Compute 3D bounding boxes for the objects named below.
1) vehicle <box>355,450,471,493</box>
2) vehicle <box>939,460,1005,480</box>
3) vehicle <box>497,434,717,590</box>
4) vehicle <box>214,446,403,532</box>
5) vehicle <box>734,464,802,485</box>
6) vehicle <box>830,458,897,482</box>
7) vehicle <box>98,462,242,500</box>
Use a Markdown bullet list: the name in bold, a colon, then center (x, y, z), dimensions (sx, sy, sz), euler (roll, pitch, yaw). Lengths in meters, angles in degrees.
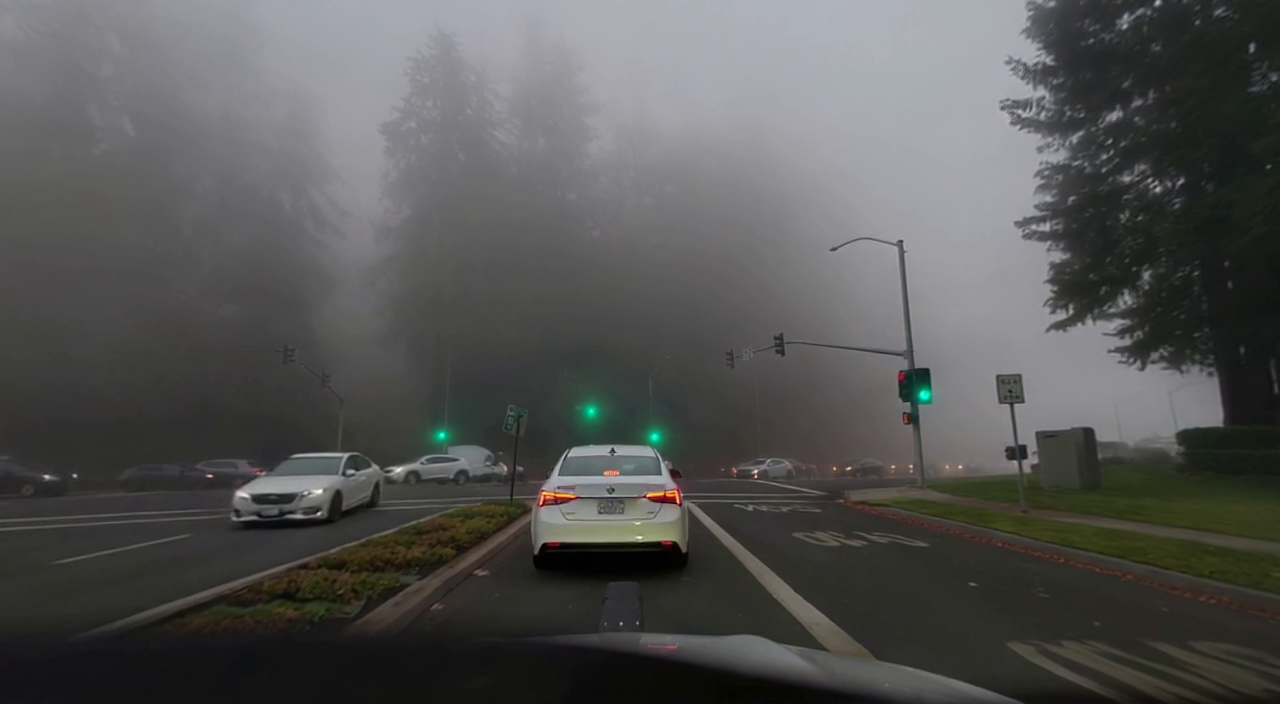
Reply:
- **vehicle**: center (-11.730, 6.096, 32.691), dimensions (5.500, 2.012, 2.201), euler (-4, -9, 22)
- **vehicle**: center (25.945, 9.192, 49.365), dimensions (4.358, 1.471, 1.875), euler (2, -9, -16)
- **vehicle**: center (-0.358, 1.857, 8.267), dimensions (2.112, 1.479, 4.264), euler (0, -8, -1)
- **vehicle**: center (-6.925, 2.846, 13.902), dimensions (2.078, 1.534, 4.646), euler (1, -9, -7)
- **vehicle**: center (9.045, 8.620, 44.649), dimensions (4.254, 1.359, 1.895), euler (2, -9, -16)
- **vehicle**: center (16.469, 8.704, 46.661), dimensions (4.337, 1.637, 1.860), euler (2, -9, -16)
- **vehicle**: center (-20.131, 5.539, 27.267), dimensions (4.548, 1.449, 1.802), euler (2, -9, -13)
